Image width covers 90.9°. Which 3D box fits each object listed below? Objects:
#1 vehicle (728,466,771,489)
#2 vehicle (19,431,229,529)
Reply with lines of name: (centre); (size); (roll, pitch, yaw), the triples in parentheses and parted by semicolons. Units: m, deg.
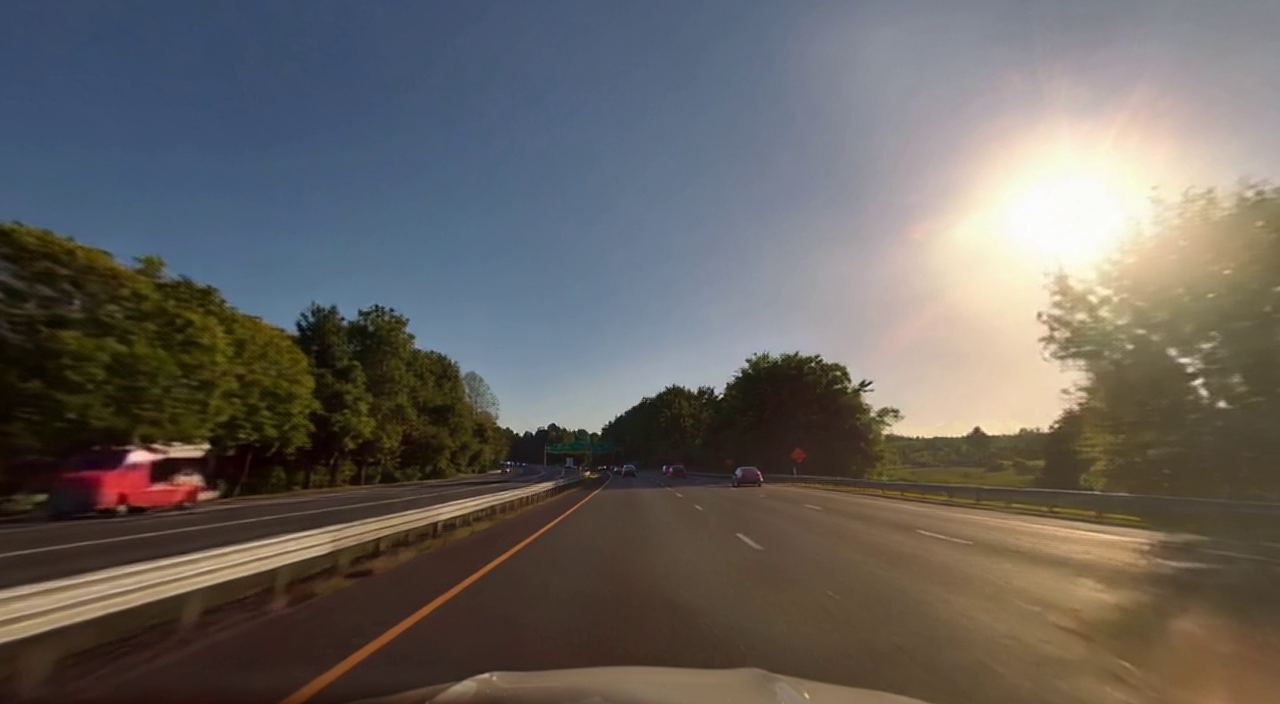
vehicle: (7.368, 8.506, 42.866); (2.024, 1.476, 4.352); (1, -11, -2)
vehicle: (-19.604, 4.948, 24.691); (2.775, 3.214, 6.920); (2, -11, -7)
